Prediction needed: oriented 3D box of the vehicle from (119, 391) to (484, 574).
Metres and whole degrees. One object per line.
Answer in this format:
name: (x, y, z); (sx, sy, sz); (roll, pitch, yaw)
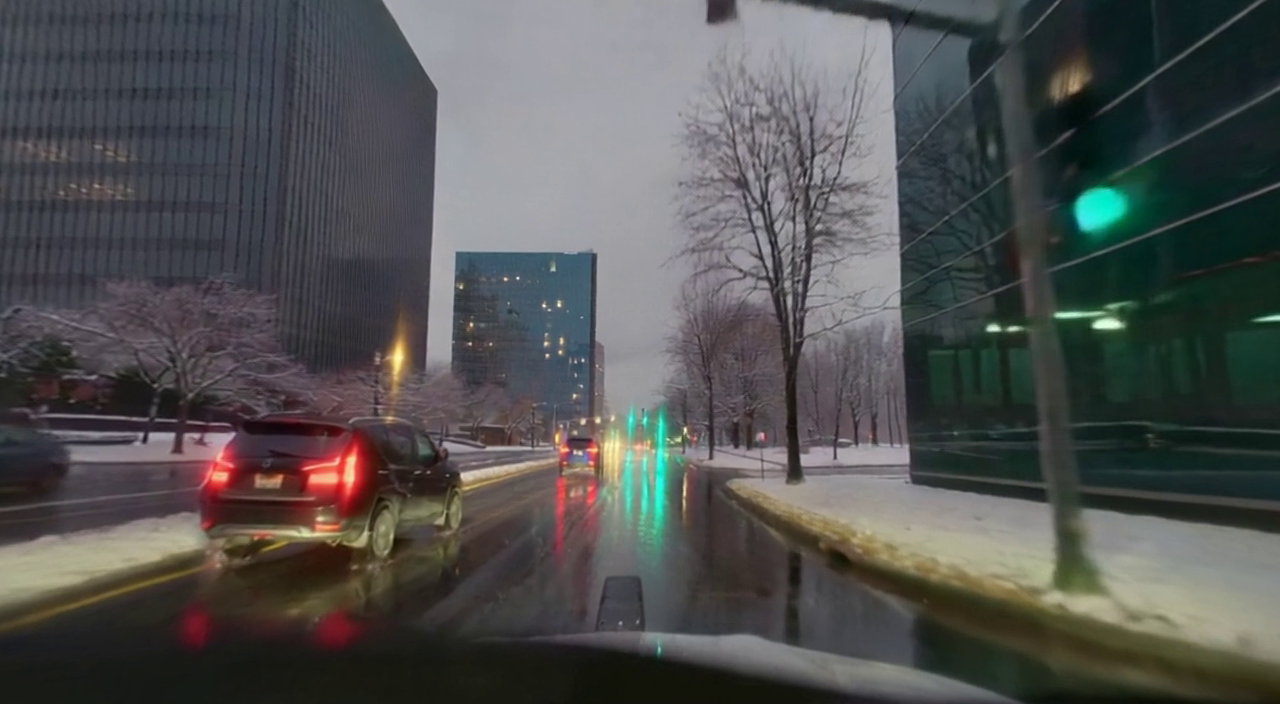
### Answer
vehicle: (-3.903, 1.624, 8.516); (2.169, 1.741, 4.588); (0, -9, 3)

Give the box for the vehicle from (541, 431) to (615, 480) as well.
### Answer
vehicle: (-2.504, 4.446, 27.119); (2.384, 1.849, 5.009); (0, -9, 3)
